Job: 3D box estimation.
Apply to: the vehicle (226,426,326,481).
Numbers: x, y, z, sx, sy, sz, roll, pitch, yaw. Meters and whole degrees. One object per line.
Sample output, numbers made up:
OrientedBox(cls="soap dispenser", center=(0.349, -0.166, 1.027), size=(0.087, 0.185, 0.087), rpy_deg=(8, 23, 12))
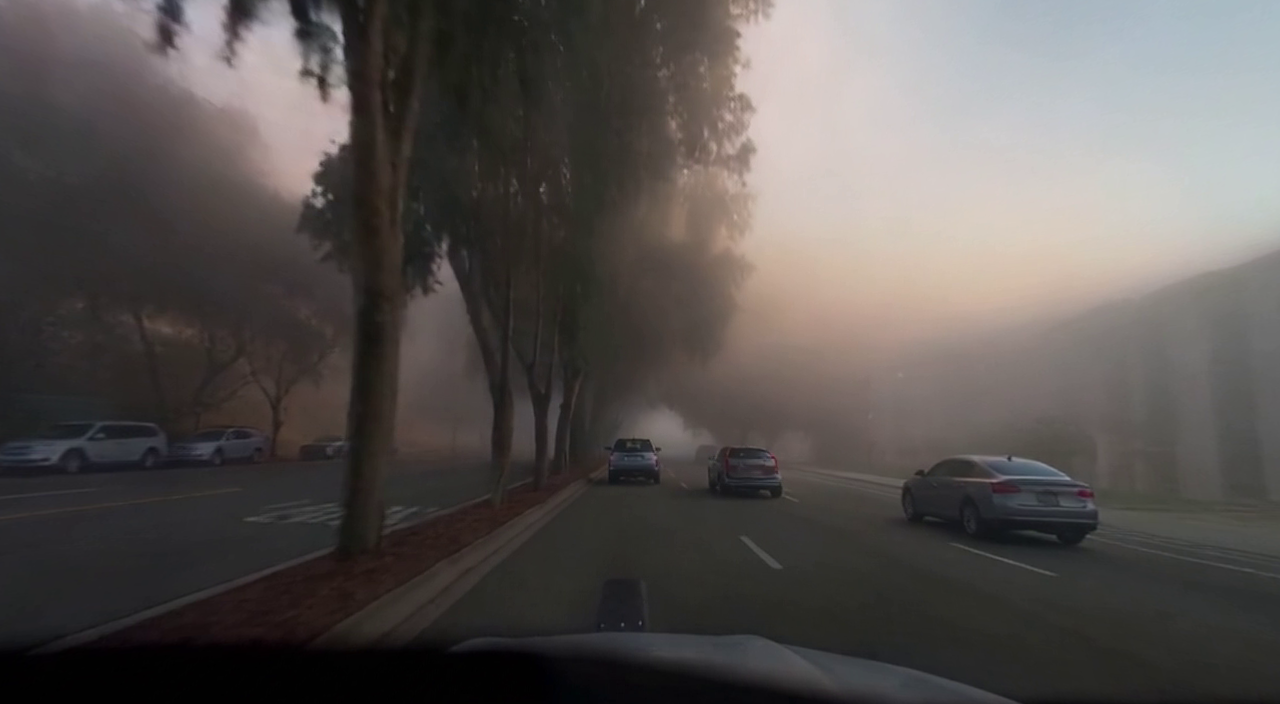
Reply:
OrientedBox(cls="vehicle", center=(-12.332, 3.460, 21.603), size=(2.161, 1.642, 4.587), rpy_deg=(3, -9, -20))

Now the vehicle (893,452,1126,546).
OrientedBox(cls="vehicle", center=(6.898, 2.747, 12.420), size=(1.944, 1.458, 4.268), rpy_deg=(0, -8, -1))

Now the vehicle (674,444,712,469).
OrientedBox(cls="vehicle", center=(3.369, 6.735, 40.692), size=(2.012, 1.462, 4.163), rpy_deg=(0, -8, -1))

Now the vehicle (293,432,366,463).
OrientedBox(cls="vehicle", center=(-19.013, 5.891, 38.723), size=(1.903, 1.768, 4.985), rpy_deg=(0, -8, 0))

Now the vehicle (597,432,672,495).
OrientedBox(cls="vehicle", center=(-0.150, 3.351, 19.188), size=(2.008, 1.674, 4.239), rpy_deg=(0, -8, 0))

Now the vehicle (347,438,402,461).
OrientedBox(cls="vehicle", center=(-18.854, 6.949, 44.845), size=(1.851, 1.477, 4.891), rpy_deg=(0, -8, 0))

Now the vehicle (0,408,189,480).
OrientedBox(cls="vehicle", center=(-18.906, 3.114, 21.238), size=(2.226, 2.019, 6.809), rpy_deg=(0, -8, 0))

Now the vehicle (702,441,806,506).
OrientedBox(cls="vehicle", center=(2.899, 3.166, 16.902), size=(1.932, 1.510, 4.168), rpy_deg=(0, -8, -1))
